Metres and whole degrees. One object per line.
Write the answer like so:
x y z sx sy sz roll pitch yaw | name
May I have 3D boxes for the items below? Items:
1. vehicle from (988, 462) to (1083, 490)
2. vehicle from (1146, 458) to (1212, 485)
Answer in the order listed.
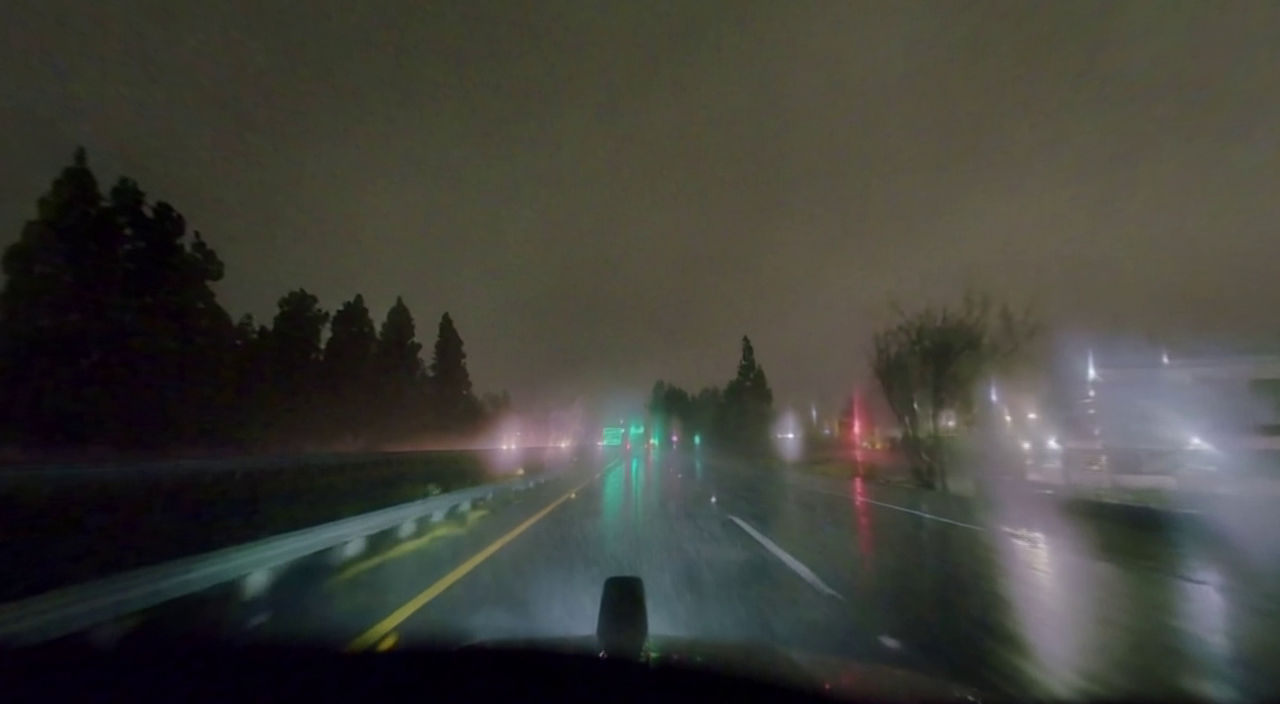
28.902 9.051 46.398 5.647 1.831 2.255 -5 -10 28 | vehicle
42.571 9.359 49.753 5.779 1.930 2.211 5 -10 -32 | vehicle
